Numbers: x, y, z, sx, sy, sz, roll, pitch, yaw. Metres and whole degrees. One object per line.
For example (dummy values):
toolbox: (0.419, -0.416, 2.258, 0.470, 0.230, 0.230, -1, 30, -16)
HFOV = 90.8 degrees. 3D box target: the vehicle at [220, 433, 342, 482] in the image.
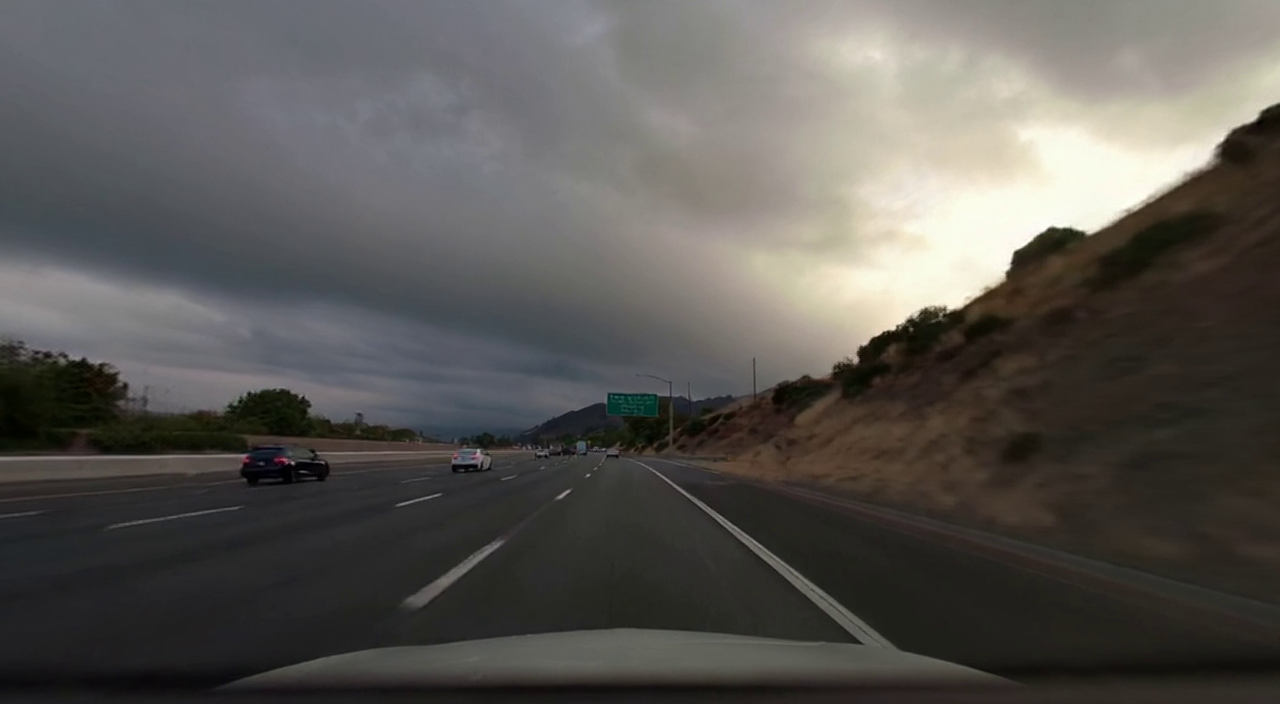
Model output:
vehicle: (-15.681, 4.654, 28.063, 2.240, 1.953, 5.452, 0, -9, -1)

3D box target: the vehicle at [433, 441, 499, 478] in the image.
vehicle: (-8.519, 5.311, 31.387, 2.104, 1.715, 4.319, 0, -9, -1)
